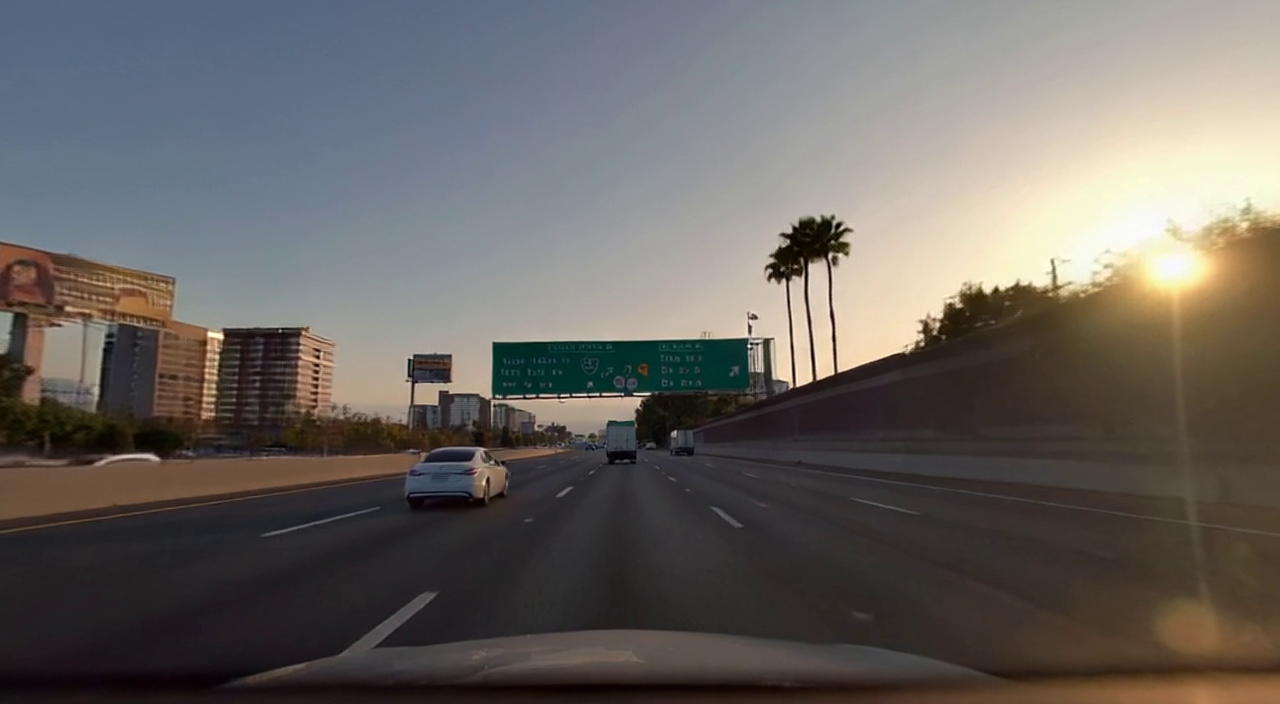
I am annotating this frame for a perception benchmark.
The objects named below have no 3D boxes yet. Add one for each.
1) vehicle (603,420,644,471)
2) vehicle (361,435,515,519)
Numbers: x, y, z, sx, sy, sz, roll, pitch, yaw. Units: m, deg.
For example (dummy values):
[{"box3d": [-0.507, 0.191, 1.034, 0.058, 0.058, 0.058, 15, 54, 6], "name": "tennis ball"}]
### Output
[{"box3d": [-1.081, 5.971, 40.339, 2.364, 2.953, 6.495, 0, -9, -2], "name": "vehicle"}, {"box3d": [-4.363, 2.769, 14.616, 2.021, 1.598, 4.887, 0, -9, -1], "name": "vehicle"}]
